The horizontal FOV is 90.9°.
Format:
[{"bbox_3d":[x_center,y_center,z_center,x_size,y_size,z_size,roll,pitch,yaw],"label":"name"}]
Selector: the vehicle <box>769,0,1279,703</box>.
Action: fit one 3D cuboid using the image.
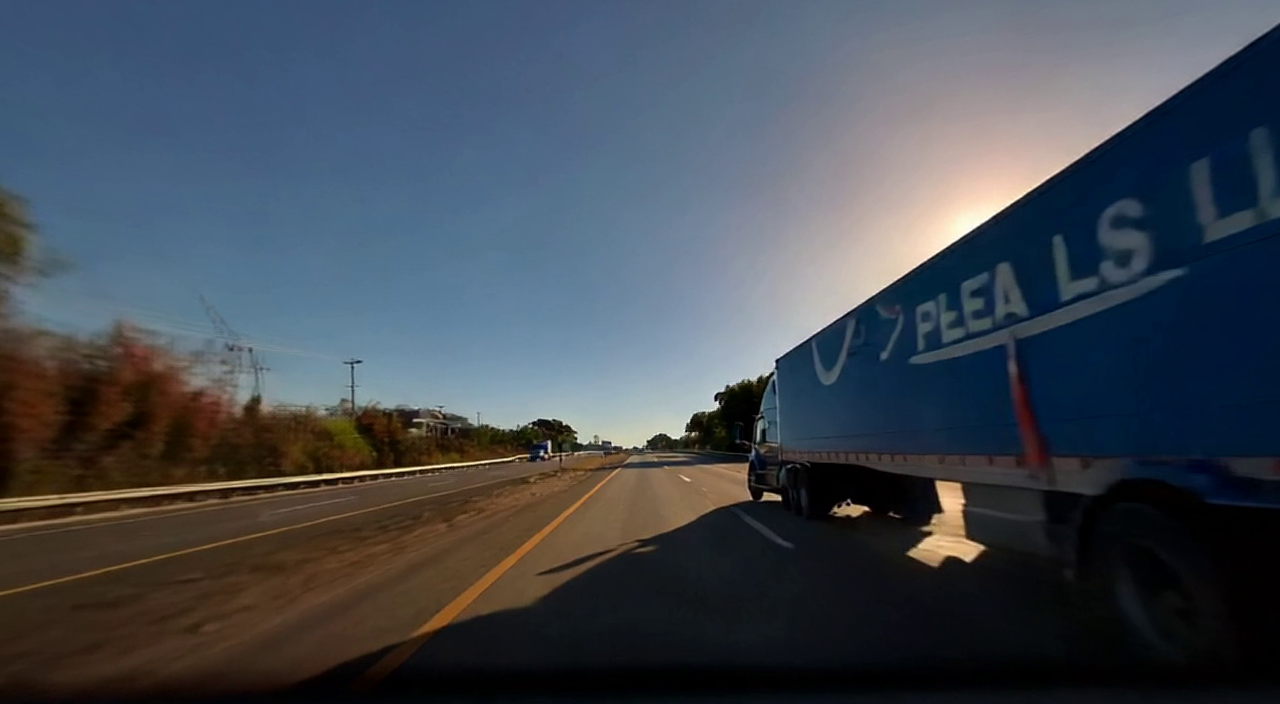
[{"bbox_3d":[3.989,0.200,5.228,3.341,4.269,12.252,0,-9,0],"label":"vehicle"}]
